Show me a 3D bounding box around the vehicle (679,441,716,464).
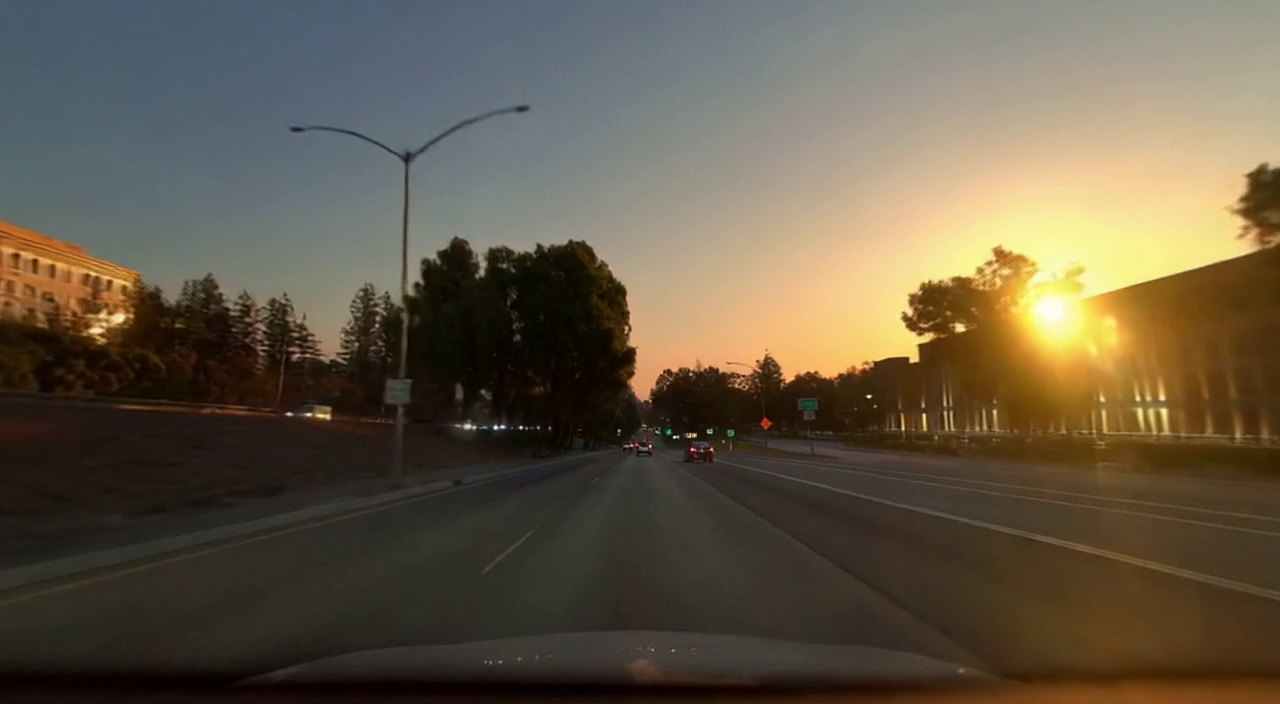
[{"bbox_3d":[3.916,6.919,43.544,2.069,1.431,4.313,0,-8,-1],"label":"vehicle"}]
